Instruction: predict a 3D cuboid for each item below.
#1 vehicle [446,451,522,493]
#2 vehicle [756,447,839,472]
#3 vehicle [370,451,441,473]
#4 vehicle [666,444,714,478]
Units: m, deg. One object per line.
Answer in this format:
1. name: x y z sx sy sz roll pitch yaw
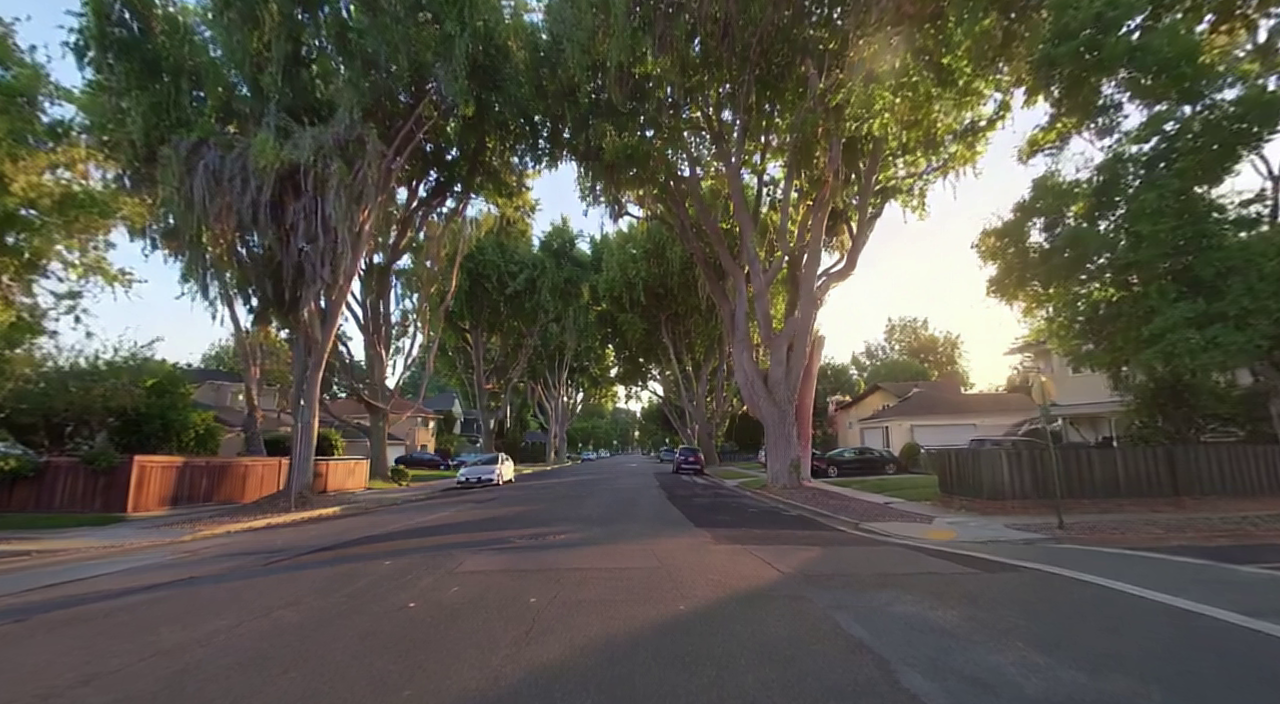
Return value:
1. vehicle: -6.616 5.127 27.335 2.099 1.399 4.357 -4 -7 1
2. vehicle: 10.203 7.010 41.204 5.041 1.486 1.969 -2 -9 9
3. vehicle: -16.570 7.765 44.803 4.276 1.463 1.832 -1 -8 6
4. vehicle: 2.894 6.438 37.737 2.241 1.875 5.059 0 -8 -2
